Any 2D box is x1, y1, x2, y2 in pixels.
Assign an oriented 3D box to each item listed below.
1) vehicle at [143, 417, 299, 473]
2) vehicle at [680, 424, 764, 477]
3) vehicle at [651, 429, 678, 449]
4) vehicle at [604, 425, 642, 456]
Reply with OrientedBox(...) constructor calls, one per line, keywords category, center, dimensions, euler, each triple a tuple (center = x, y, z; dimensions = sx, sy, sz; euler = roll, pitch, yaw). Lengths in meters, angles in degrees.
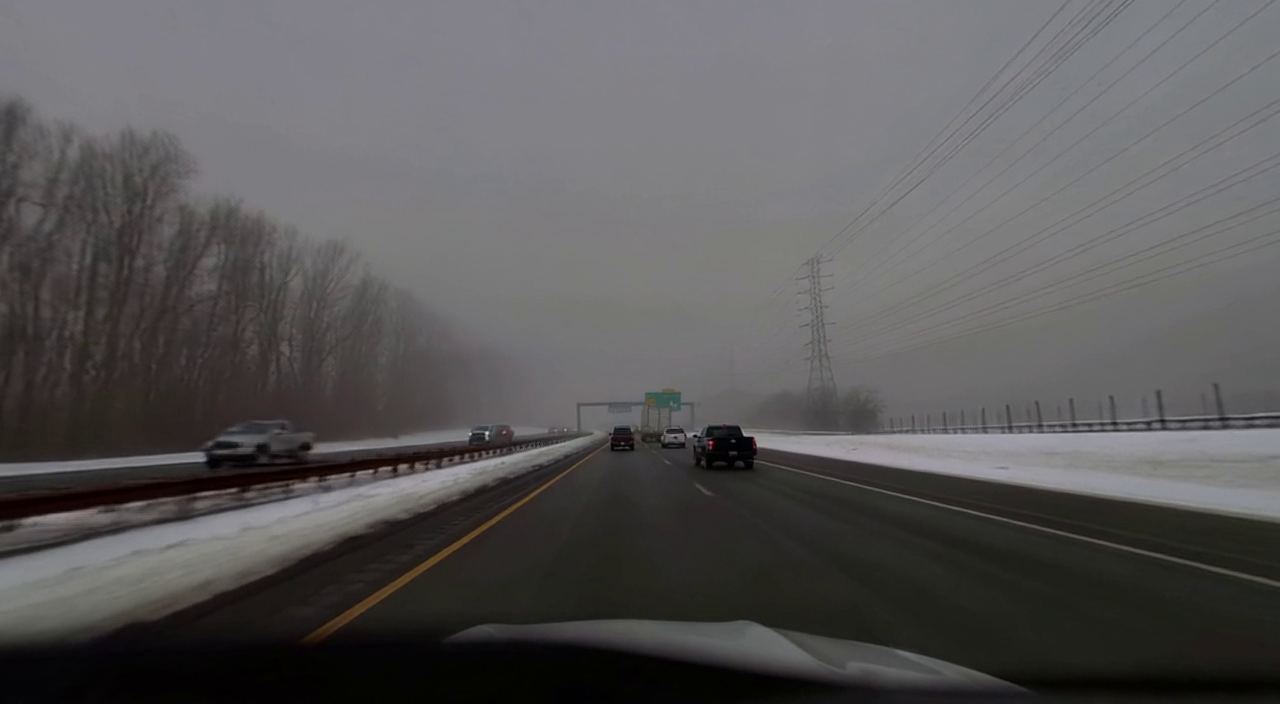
OrientedBox(category="vehicle", center=(-12.517, 2.813, 19.193), dimensions=(1.815, 1.475, 4.344), euler=(0, -8, -1))
OrientedBox(category="vehicle", center=(2.589, 3.236, 20.873), dimensions=(2.062, 1.581, 3.914), euler=(0, -8, -3))
OrientedBox(category="vehicle", center=(1.843, 6.835, 49.233), dimensions=(1.807, 1.484, 3.765), euler=(0, -8, -2))
OrientedBox(category="vehicle", center=(-0.932, 4.949, 35.095), dimensions=(2.019, 1.642, 3.790), euler=(0, -8, -1))
